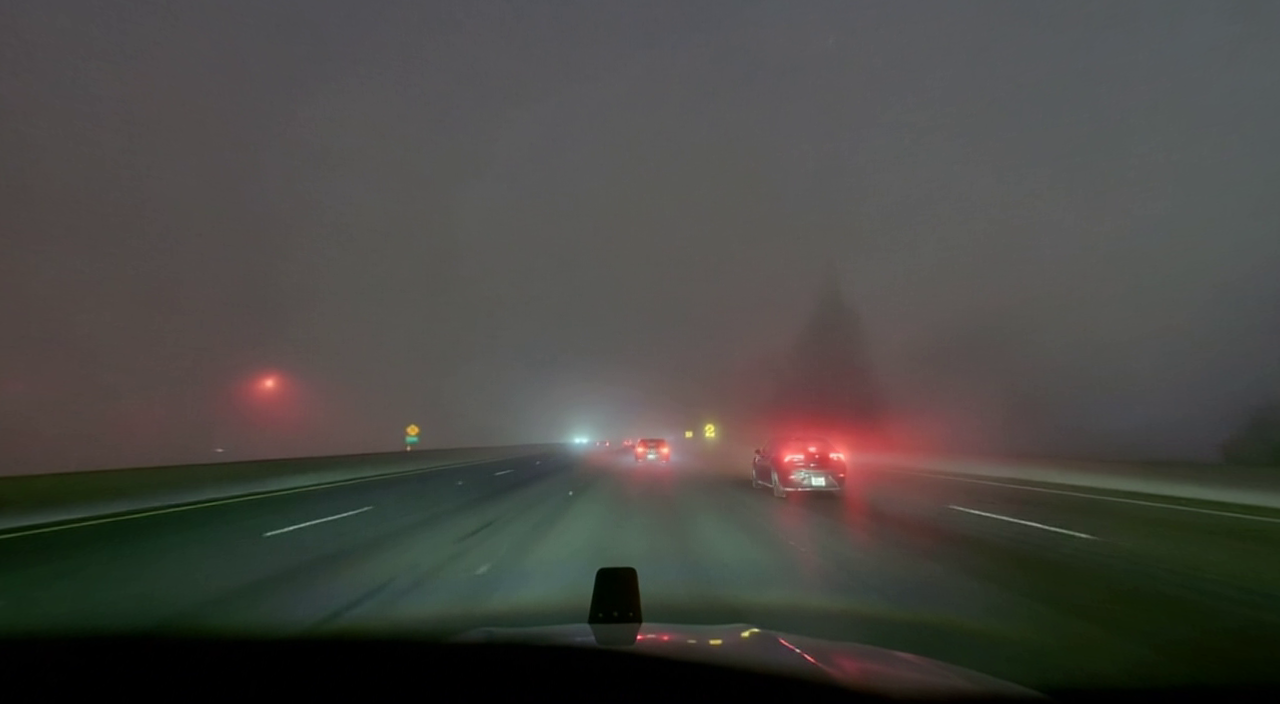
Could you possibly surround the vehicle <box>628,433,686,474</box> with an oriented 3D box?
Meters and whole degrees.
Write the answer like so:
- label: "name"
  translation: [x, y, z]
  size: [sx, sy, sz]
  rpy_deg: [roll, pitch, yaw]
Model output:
- label: "vehicle"
  translation: [0.585, 3.932, 24.615]
  size: [2.046, 1.467, 3.844]
  rpy_deg: [0, -8, -2]
